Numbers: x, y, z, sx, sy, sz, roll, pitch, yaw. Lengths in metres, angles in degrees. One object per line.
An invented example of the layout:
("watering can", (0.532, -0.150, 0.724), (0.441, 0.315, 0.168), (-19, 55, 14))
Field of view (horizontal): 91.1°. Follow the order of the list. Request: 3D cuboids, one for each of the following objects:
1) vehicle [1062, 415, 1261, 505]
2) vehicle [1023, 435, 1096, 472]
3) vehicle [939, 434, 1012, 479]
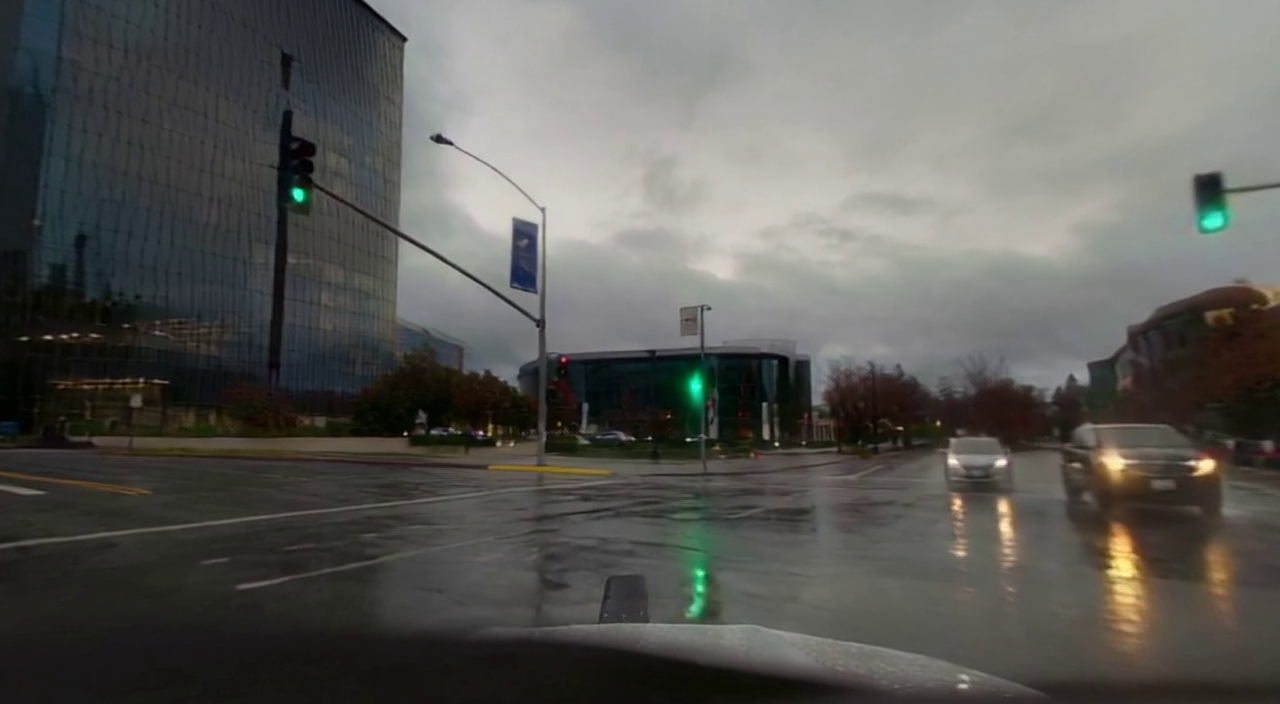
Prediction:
("vehicle", (11.675, 2.432, 14.558), (2.018, 1.699, 4.751), (-3, -9, 21))
("vehicle", (17.938, 4.334, 27.045), (1.973, 1.456, 4.287), (-4, -9, 26))
("vehicle", (12.369, 3.837, 23.290), (2.068, 1.486, 4.664), (-4, -10, 27))
